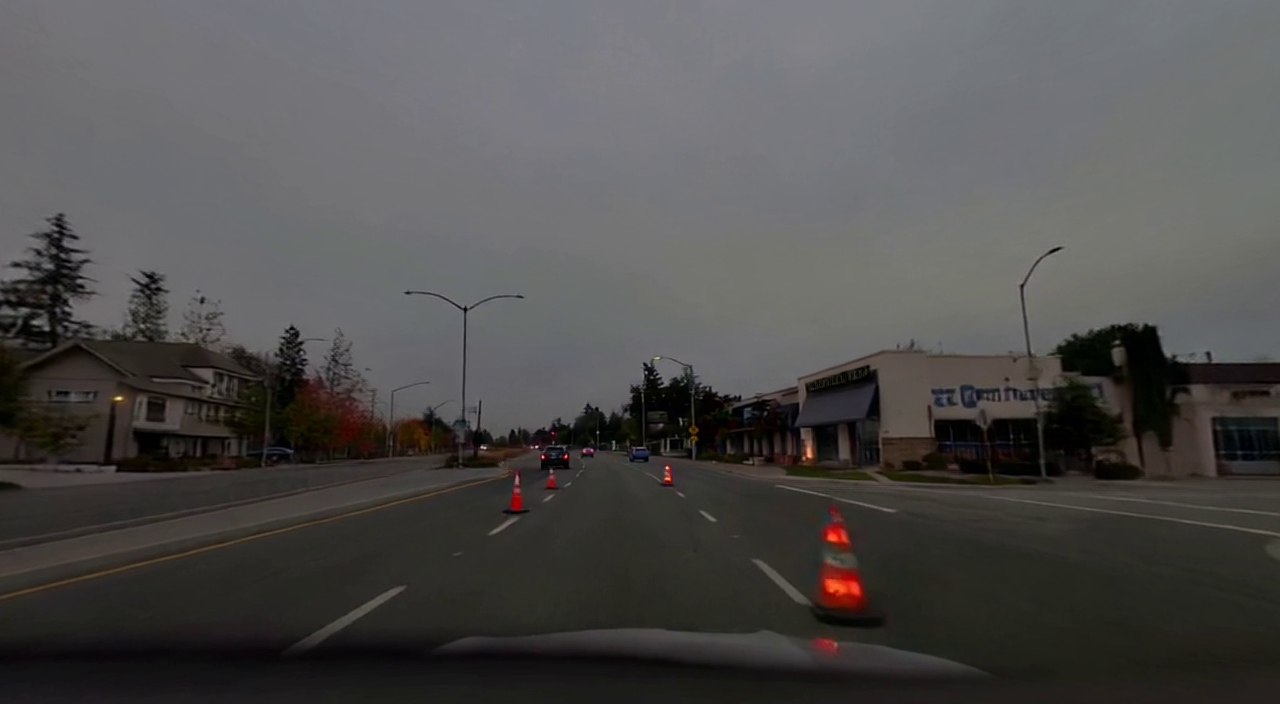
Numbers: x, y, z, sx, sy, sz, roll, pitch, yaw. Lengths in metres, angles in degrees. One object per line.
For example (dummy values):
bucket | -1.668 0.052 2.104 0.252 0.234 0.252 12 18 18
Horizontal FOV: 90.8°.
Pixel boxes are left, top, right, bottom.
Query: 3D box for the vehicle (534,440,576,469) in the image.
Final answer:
vehicle | -5.360 6.559 40.494 2.381 1.721 4.186 0 -9 -4
